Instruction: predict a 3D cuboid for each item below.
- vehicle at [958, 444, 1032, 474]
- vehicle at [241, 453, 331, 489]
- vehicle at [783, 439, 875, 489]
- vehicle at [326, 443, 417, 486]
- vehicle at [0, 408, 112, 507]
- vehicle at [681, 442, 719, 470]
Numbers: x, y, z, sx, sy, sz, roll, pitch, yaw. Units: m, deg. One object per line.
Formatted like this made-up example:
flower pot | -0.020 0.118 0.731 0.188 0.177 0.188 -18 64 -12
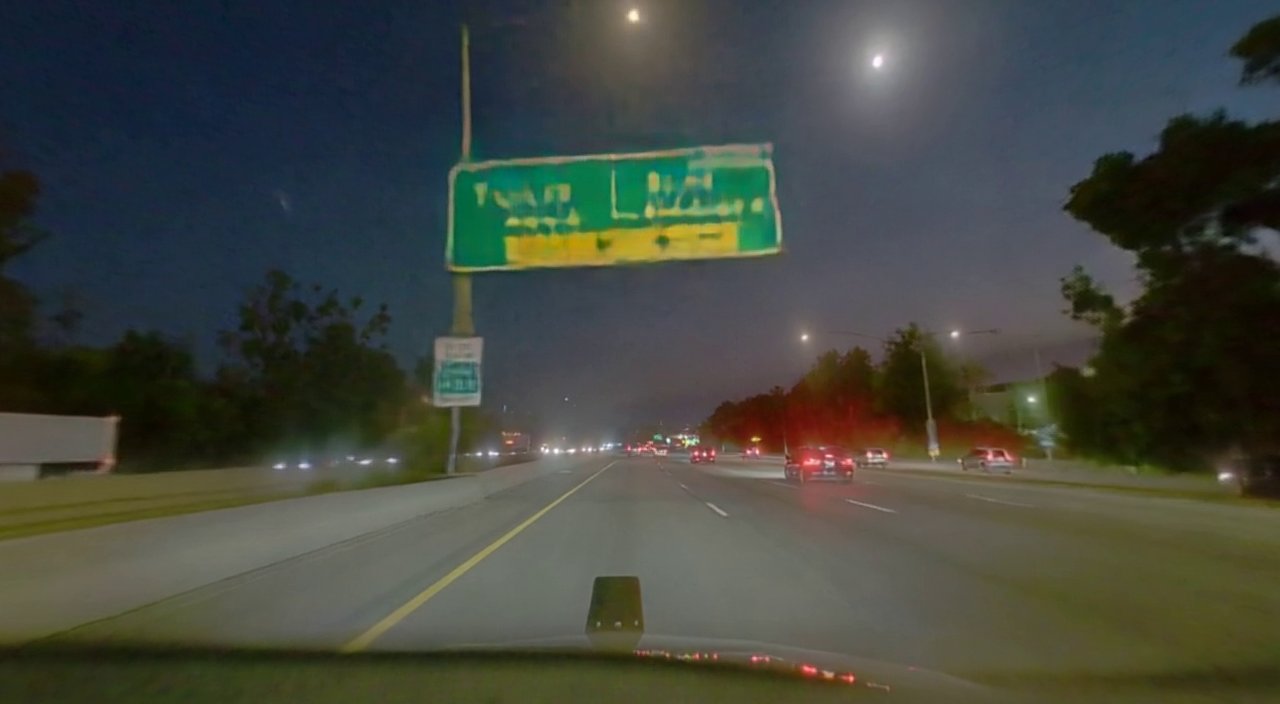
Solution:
vehicle | 21.135 6.354 37.720 1.887 1.642 4.592 0 -8 3
vehicle | -16.238 5.458 29.124 1.896 1.477 3.946 0 -8 -1
vehicle | 6.731 4.021 22.971 1.902 1.623 4.360 0 -8 -1
vehicle | -12.490 5.241 29.683 2.103 1.814 4.898 0 -8 1
vehicle | -23.007 3.631 21.684 2.761 3.311 7.660 0 -8 1
vehicle | 3.833 6.711 40.768 2.035 1.704 3.867 0 -8 -1
